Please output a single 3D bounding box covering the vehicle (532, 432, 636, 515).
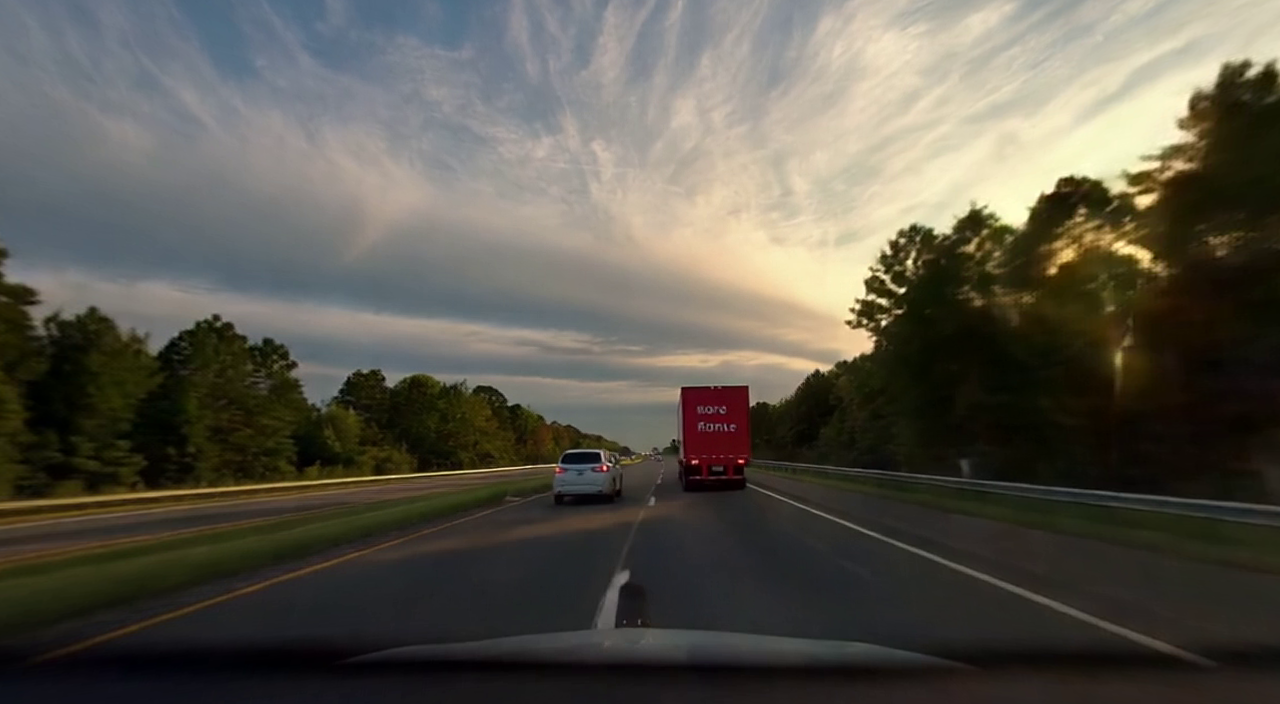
[{"bbox_3d":[-1.297,3.119,16.561,2.105,1.865,4.102,-1,-9,4],"label":"vehicle"}]

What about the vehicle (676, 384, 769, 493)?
[{"bbox_3d":[3.388,4.173,29.568,3.030,3.985,12.707,0,-9,2],"label":"vehicle"}]
